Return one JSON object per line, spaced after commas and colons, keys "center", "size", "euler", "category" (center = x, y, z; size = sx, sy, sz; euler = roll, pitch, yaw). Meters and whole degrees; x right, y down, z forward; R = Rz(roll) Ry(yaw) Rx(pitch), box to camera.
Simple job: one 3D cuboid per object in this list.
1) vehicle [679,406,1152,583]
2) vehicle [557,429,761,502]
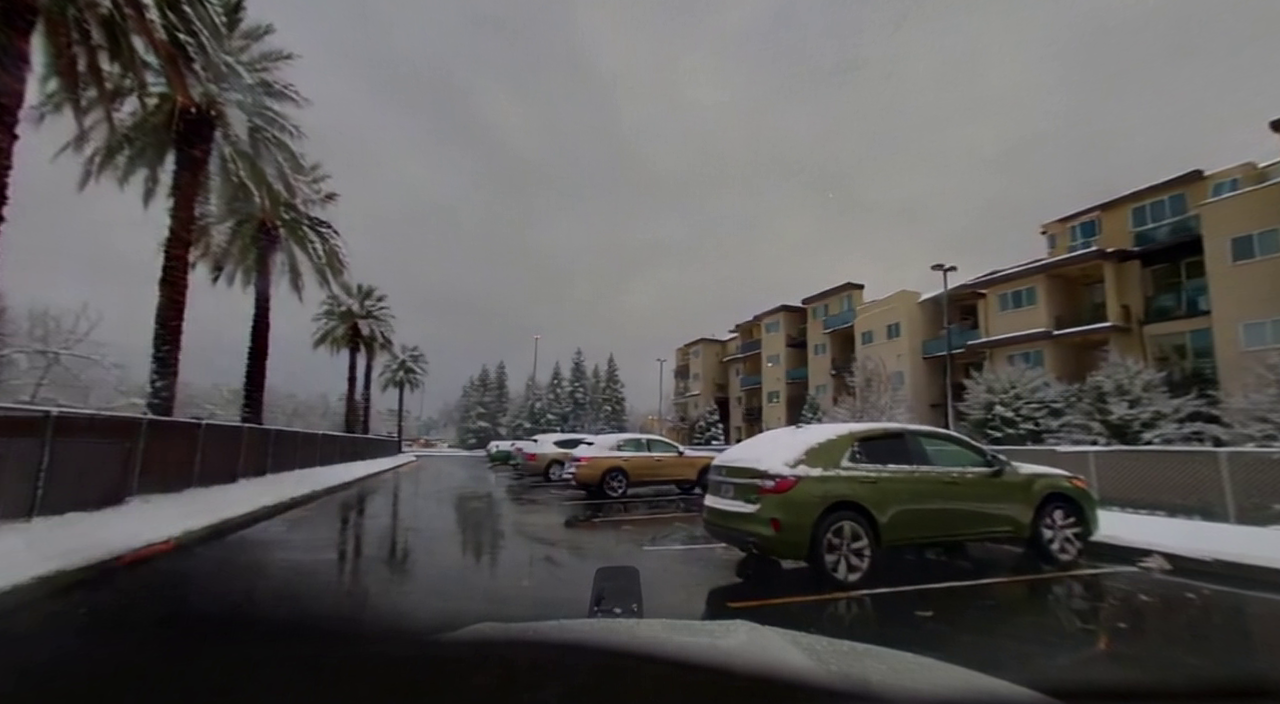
{"center": [3.031, 1.646, 7.171], "size": [4.803, 1.520, 1.894], "euler": [6, -14, -19], "category": "vehicle"}
{"center": [0.527, 3.166, 17.954], "size": [5.381, 1.826, 2.047], "euler": [3, -9, -19], "category": "vehicle"}
